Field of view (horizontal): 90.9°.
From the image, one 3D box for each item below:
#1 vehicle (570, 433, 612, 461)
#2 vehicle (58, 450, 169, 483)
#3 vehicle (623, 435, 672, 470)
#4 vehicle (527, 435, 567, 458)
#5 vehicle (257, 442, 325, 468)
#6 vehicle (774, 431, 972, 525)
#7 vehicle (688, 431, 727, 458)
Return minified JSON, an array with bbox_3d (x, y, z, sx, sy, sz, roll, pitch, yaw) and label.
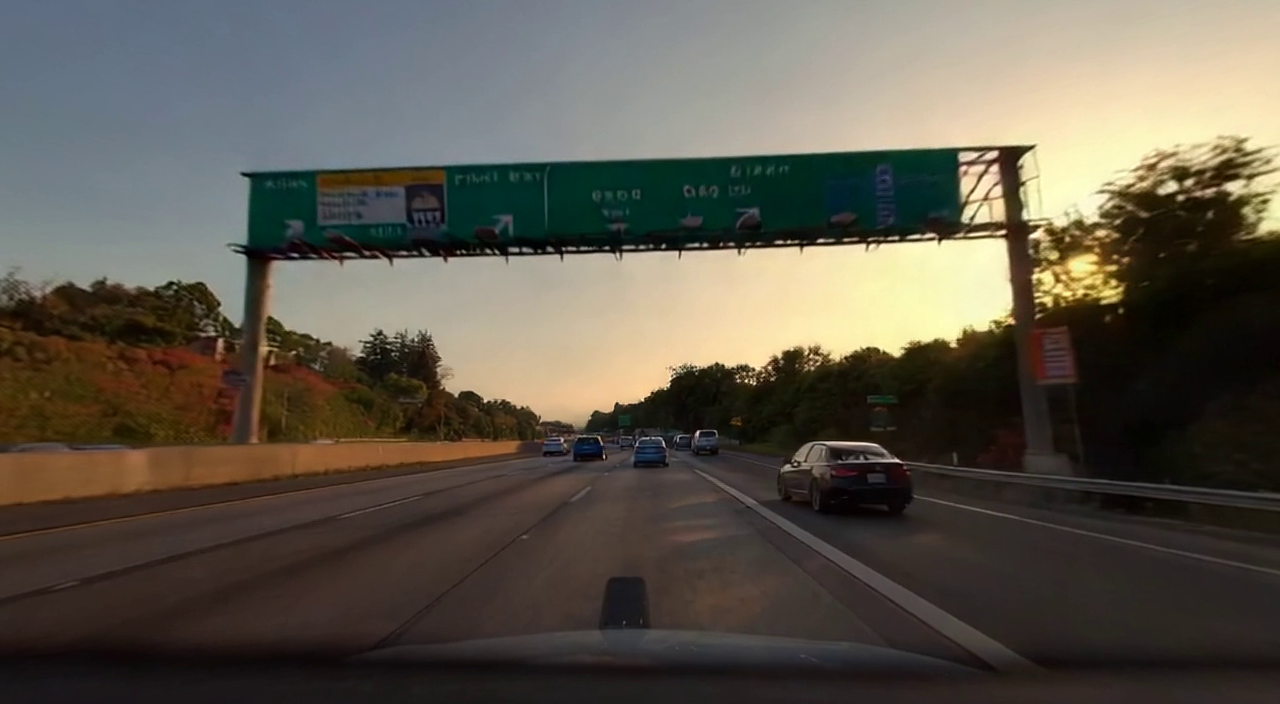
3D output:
[{"bbox_3d":[-2.854,5.686,37.813,1.927,1.586,5.142,0,-8,2],"label":"vehicle"},{"bbox_3d":[-25.272,5.494,30.495,1.784,1.424,4.083,0,-8,1],"label":"vehicle"},{"bbox_3d":[0.347,4.599,29.079,2.113,1.464,4.073,0,-8,1],"label":"vehicle"},{"bbox_3d":[-6.436,6.601,43.995,1.932,1.497,4.458,0,-8,2],"label":"vehicle"},{"bbox_3d":[-21.454,6.348,38.978,1.853,1.488,4.035,0,-8,1],"label":"vehicle"},{"bbox_3d":[4.081,2.271,11.995,2.030,1.442,4.358,0,-8,-1],"label":"vehicle"},{"bbox_3d":[4.698,6.485,44.419,2.261,1.781,4.709,0,-8,0],"label":"vehicle"}]
